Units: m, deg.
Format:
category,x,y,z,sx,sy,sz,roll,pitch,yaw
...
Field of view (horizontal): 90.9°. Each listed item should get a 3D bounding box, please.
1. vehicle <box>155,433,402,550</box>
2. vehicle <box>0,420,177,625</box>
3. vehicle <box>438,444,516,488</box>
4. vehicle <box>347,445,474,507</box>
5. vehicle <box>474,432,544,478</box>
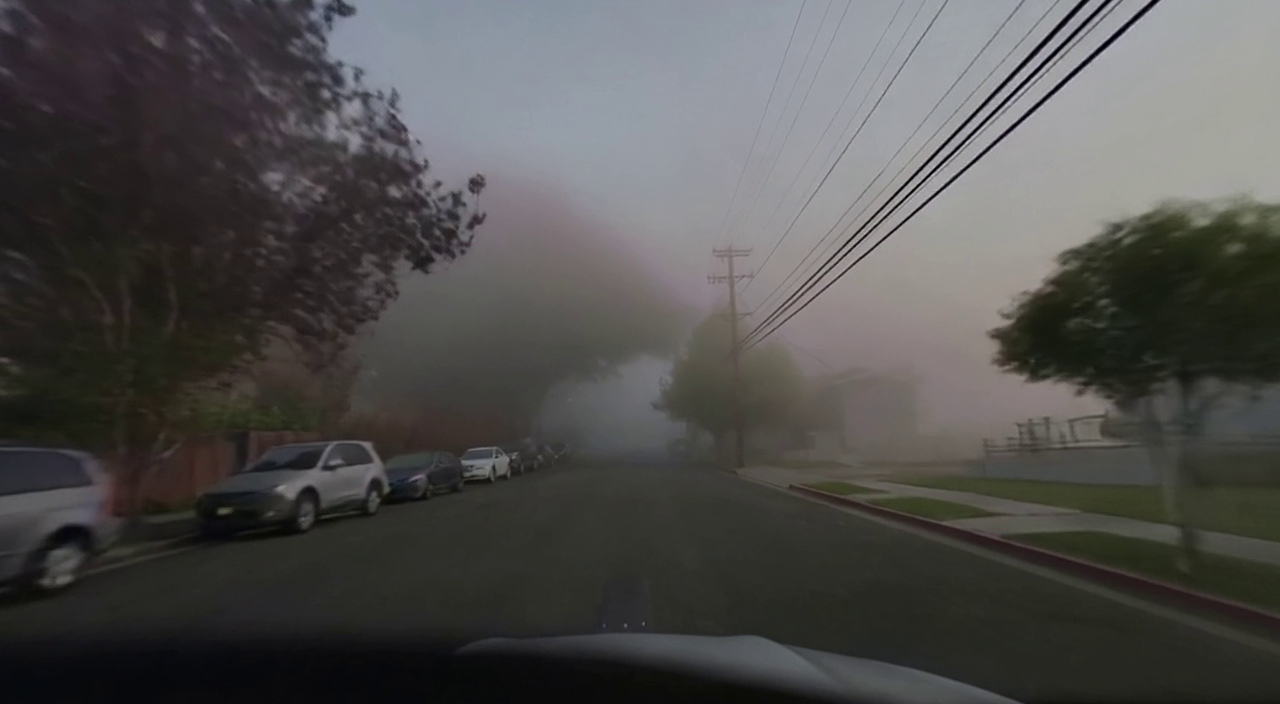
category,x,y,z,sx,sy,sz,roll,pitch,yaw
vehicle,-6.192,2.362,11.599,1.848,1.698,4.482,0,-8,0
vehicle,-6.239,1.358,4.847,1.932,1.673,4.457,0,-8,0
vehicle,-6.044,4.264,23.946,1.890,1.453,4.430,0,-8,-2
vehicle,-6.167,3.353,17.602,1.816,1.460,4.542,0,-8,0
vehicle,-6.165,4.922,30.415,2.222,2.022,5.547,0,-8,0
